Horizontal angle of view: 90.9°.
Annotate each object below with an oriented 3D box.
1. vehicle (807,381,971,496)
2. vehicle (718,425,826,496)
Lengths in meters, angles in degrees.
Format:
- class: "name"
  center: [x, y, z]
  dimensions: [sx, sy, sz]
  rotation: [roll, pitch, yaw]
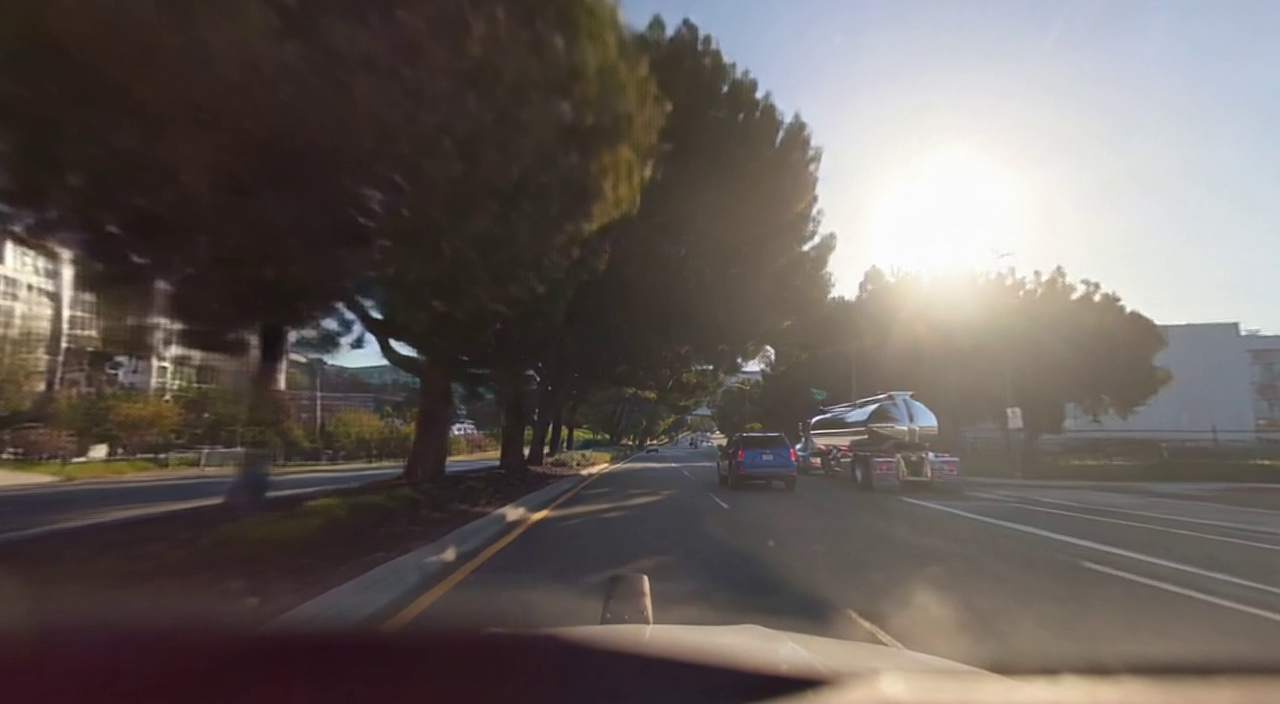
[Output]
- class: "vehicle"
  center: [7.837, 2.863, 20.917]
  dimensions: [2.849, 3.207, 6.275]
  rotation: [0, -8, 0]
- class: "vehicle"
  center: [3.528, 2.991, 17.805]
  dimensions: [2.045, 1.729, 4.532]
  rotation: [0, -8, 0]
